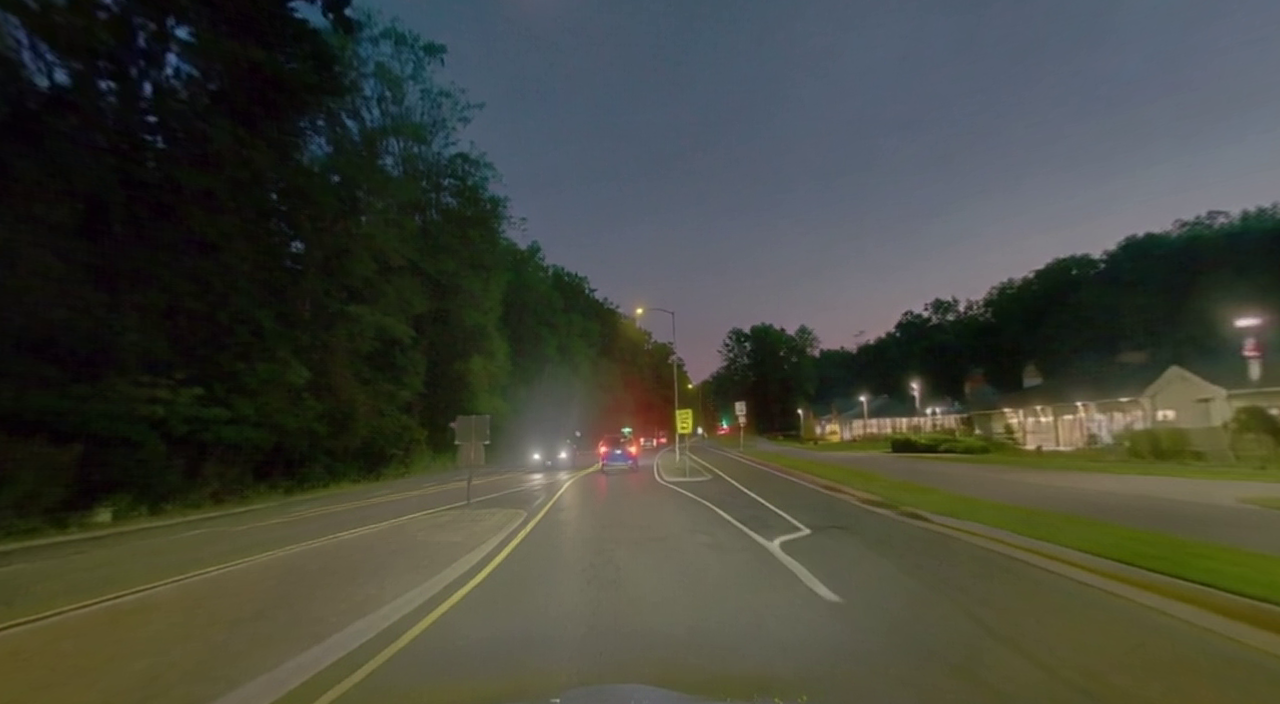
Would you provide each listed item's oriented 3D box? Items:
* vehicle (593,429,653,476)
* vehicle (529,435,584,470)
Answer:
[{"bbox_3d":[-0.590,4.019,25.422,2.216,1.708,4.110,0,-9,1],"label":"vehicle"},{"bbox_3d":[-4.204,5.153,32.589,2.087,1.677,4.467,0,-9,2],"label":"vehicle"}]
